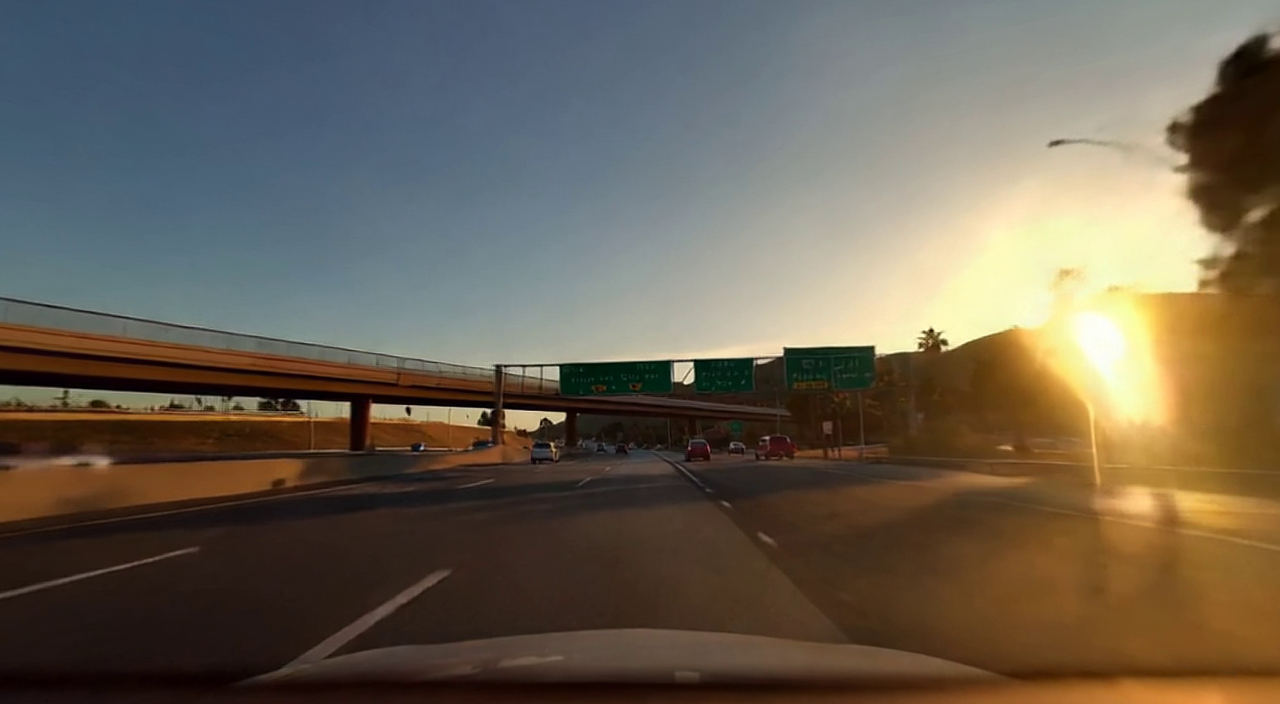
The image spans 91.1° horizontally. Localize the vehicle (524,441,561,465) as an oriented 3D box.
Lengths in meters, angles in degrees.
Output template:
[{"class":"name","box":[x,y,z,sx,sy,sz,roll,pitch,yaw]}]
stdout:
[{"class":"vehicle","box":[-6.832,7.113,44.369,1.935,1.633,3.955,0,-8,1]}]
